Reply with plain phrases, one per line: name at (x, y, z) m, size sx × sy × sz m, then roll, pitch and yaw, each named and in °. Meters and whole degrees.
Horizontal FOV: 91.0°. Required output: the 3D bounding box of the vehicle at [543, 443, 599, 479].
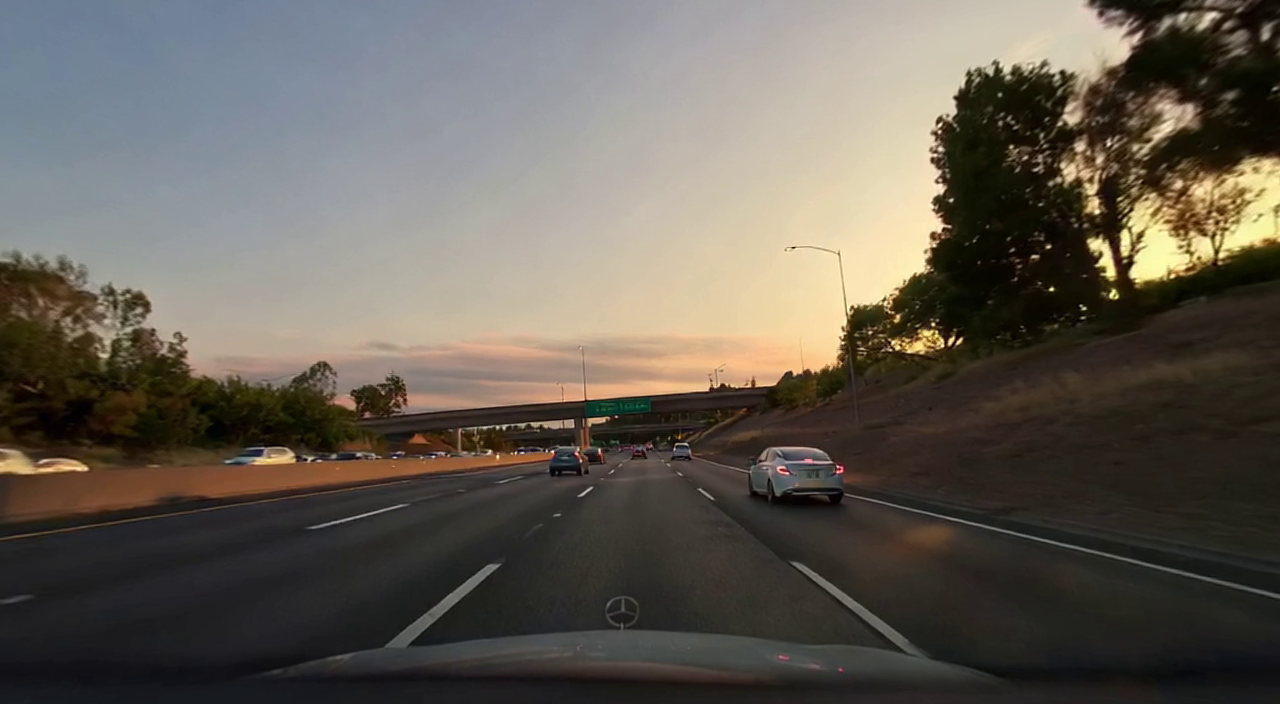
vehicle at (-3.176, 5.120, 29.789) m, size 2.072 × 1.545 × 4.687 m, roll 0°, pitch -9°, yaw 0°

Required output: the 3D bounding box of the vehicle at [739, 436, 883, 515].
vehicle at (3.679, 2.747, 14.489) m, size 2.079 × 1.535 × 4.316 m, roll 0°, pitch -9°, yaw 0°

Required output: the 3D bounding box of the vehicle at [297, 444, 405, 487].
vehicle at (-11.154, 4.400, 24.722) m, size 1.919 × 1.497 × 4.765 m, roll 0°, pitch -9°, yaw 1°

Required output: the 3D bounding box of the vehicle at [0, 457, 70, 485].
vehicle at (-40.207, 7.675, 40.897) m, size 1.937 × 1.636 × 4.683 m, roll 0°, pitch -9°, yaw 0°
